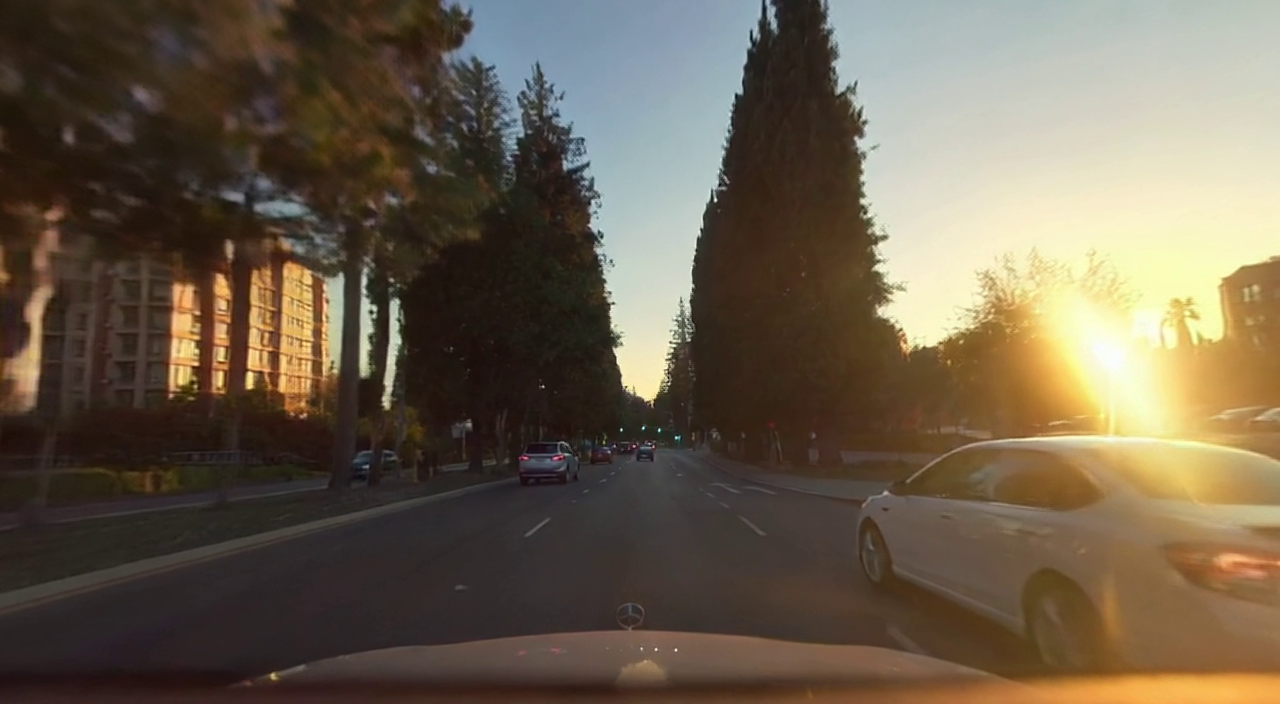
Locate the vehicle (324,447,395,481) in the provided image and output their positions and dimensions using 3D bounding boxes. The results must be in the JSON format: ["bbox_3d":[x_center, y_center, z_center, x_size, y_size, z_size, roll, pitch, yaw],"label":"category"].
[{"bbox_3d":[-17.548,6.994,39.798,2.194,1.973,4.870,0,-9,0],"label":"vehicle"}]

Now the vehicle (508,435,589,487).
[{"bbox_3d":[-3.461,4.229,24.851,2.216,1.828,4.886,0,-9,3],"label":"vehicle"}]

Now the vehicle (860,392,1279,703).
[{"bbox_3d":[3.265,1.231,4.392,1.945,1.530,4.320,0,-9,1],"label":"vehicle"}]
